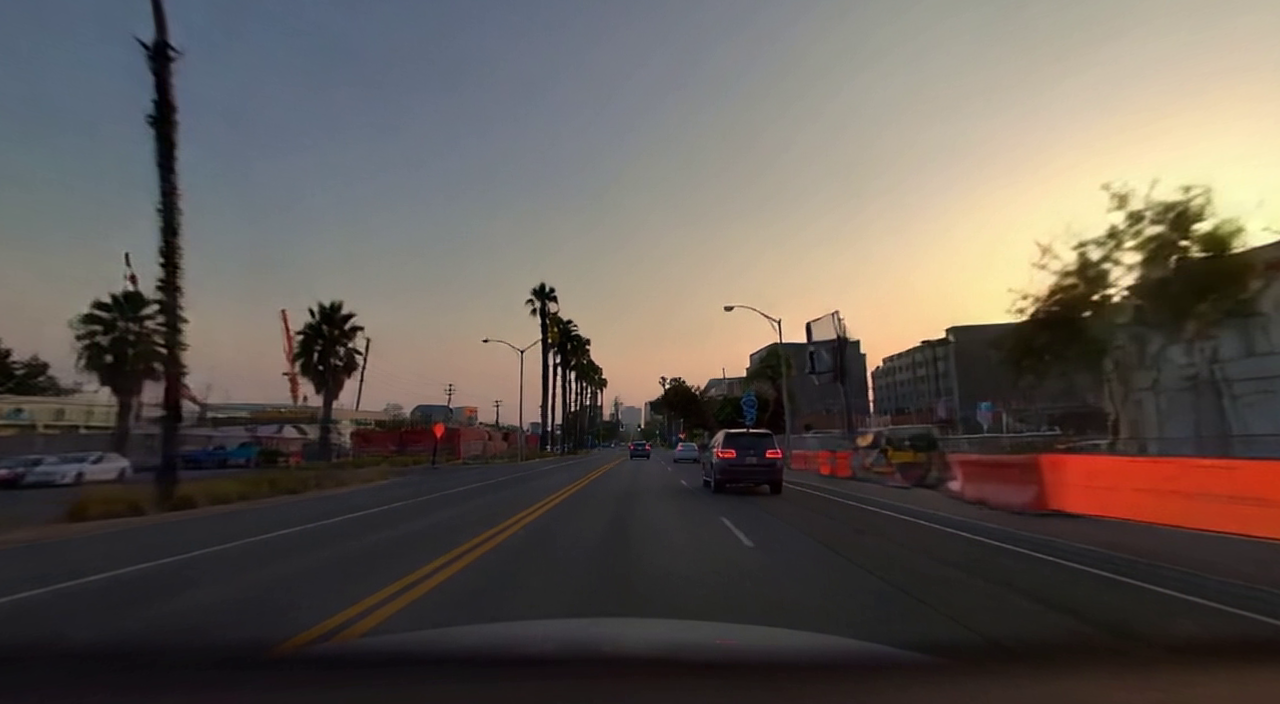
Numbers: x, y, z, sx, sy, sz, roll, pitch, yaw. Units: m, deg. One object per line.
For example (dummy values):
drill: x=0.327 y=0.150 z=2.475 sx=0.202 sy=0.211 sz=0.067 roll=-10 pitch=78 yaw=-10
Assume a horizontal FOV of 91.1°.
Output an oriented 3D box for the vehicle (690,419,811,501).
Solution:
vehicle: x=2.892 y=3.020 z=18.005 sx=2.386 sy=1.970 sz=5.665 roll=0 pitch=-8 yaw=-1

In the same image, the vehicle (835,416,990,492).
vehicle: x=10.798 y=4.132 z=25.984 sx=2.799 sy=2.593 sz=7.710 roll=0 pitch=-8 yaw=-1

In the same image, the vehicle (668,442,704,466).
vehicle: x=3.126 y=7.081 z=43.861 sx=2.148 sy=1.562 sz=4.642 roll=0 pitch=-8 yaw=0

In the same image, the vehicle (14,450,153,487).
vehicle: x=-24.865 y=5.196 z=28.355 sx=1.911 sy=1.489 sz=4.779 roll=0 pitch=-8 yaw=0
